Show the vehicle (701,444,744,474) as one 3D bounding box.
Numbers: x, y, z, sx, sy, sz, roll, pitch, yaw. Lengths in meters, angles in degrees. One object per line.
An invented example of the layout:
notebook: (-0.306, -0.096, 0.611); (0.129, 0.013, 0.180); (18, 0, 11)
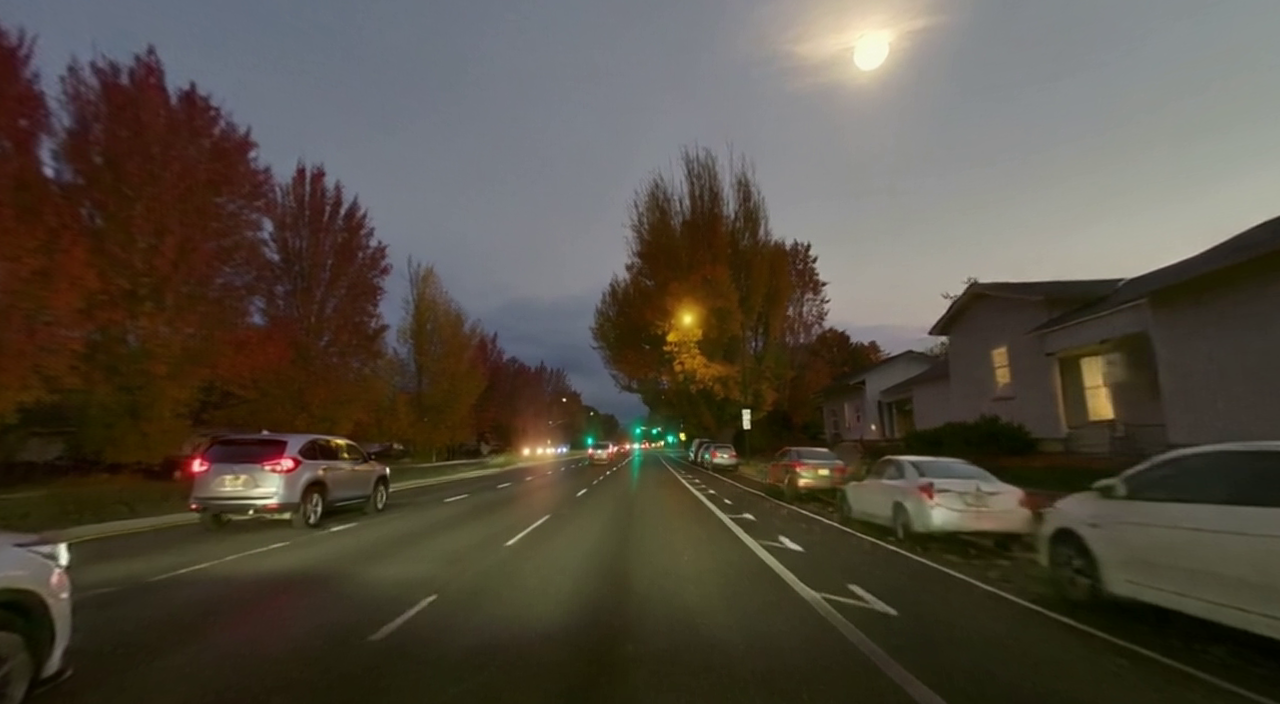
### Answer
vehicle: (4.859, 6.353, 37.684); (1.950, 1.668, 4.414); (1, -9, -1)

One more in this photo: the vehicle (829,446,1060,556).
vehicle: (4.809, 2.371, 10.814); (1.824, 1.453, 4.374); (0, -9, 1)

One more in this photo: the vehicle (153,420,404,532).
vehicle: (-6.482, 2.270, 12.096); (2.034, 1.711, 4.512); (0, -9, 1)

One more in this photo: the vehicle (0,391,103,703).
vehicle: (-3.146, 0.577, 0.181); (1.982, 1.478, 4.465); (0, -9, 1)

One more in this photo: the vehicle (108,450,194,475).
vehicle: (-34.386, 7.787, 44.345); (4.273, 1.679, 1.987); (1, -9, -4)

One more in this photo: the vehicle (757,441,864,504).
vehicle: (4.904, 3.522, 18.837); (1.934, 1.612, 4.477); (1, -9, 0)

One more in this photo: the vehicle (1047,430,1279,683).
vehicle: (4.827, 1.203, 3.540); (1.952, 1.505, 4.713); (0, -9, 1)
